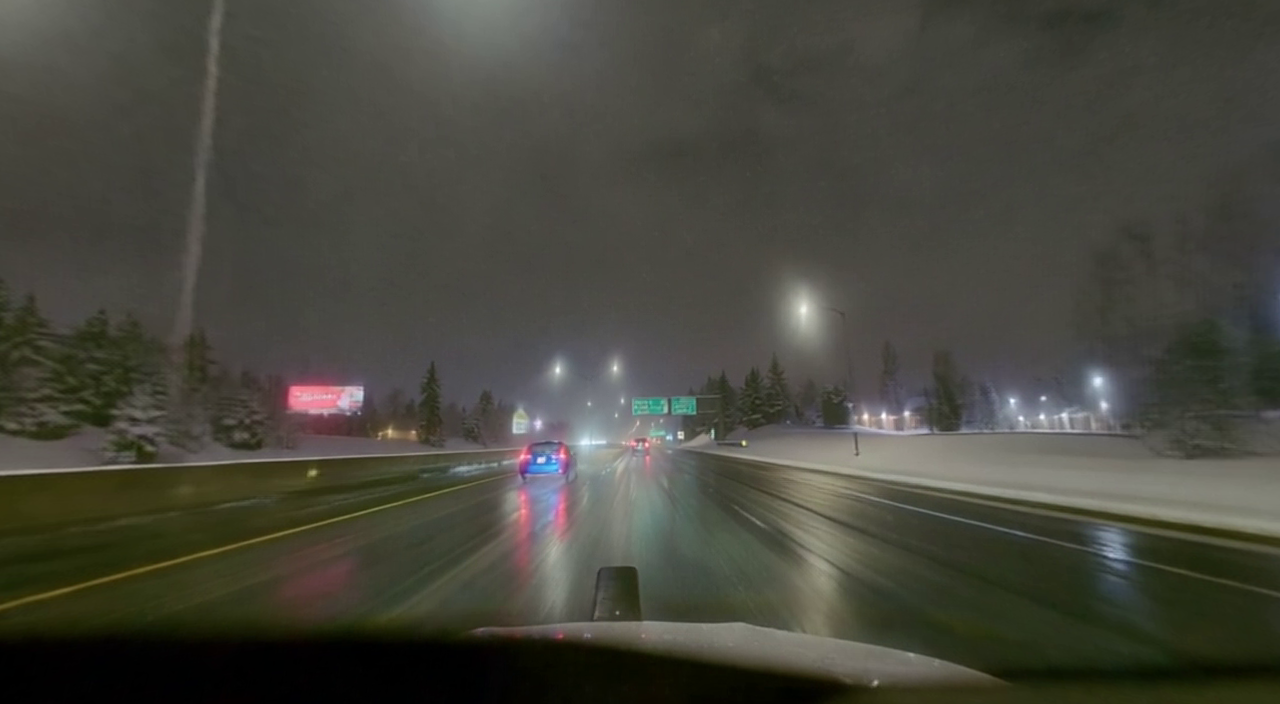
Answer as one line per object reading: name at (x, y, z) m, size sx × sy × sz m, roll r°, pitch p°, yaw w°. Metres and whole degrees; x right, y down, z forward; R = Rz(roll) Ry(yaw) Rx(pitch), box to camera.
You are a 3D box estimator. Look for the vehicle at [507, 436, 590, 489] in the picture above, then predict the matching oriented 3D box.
vehicle at (-2.951, 3.675, 21.370) m, size 2.029 × 1.557 × 4.570 m, roll 0°, pitch -8°, yaw 1°
